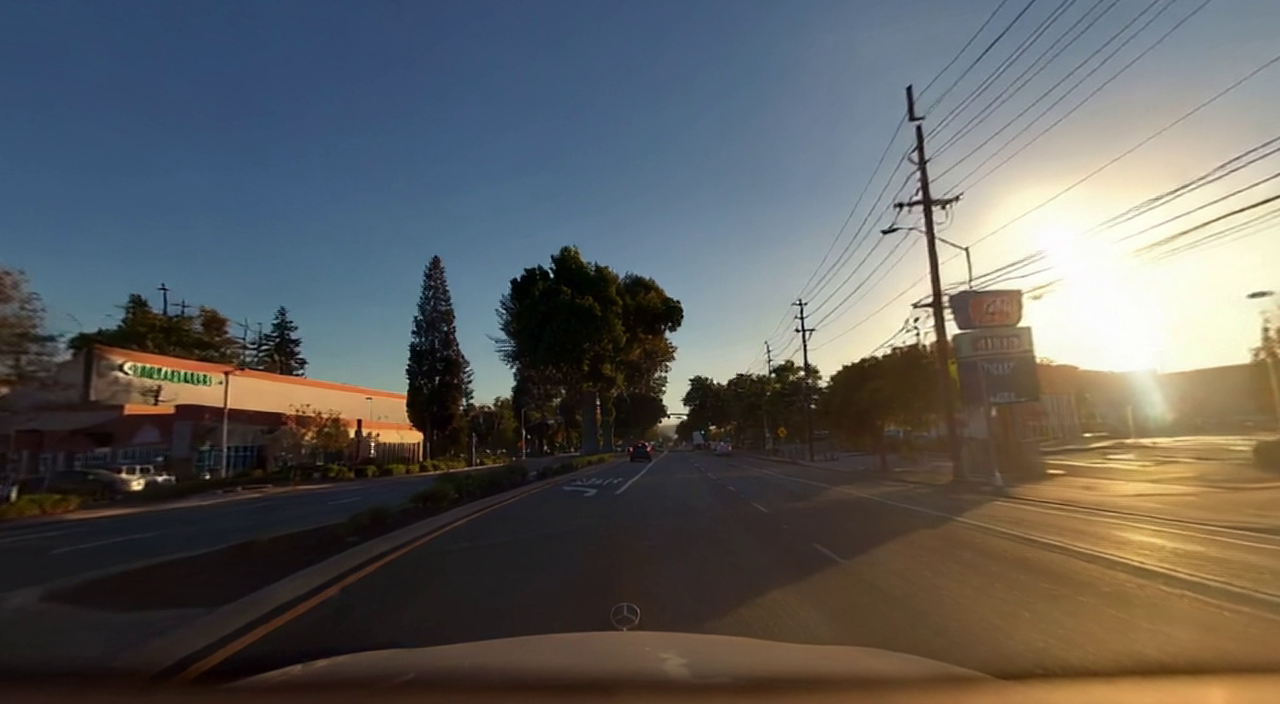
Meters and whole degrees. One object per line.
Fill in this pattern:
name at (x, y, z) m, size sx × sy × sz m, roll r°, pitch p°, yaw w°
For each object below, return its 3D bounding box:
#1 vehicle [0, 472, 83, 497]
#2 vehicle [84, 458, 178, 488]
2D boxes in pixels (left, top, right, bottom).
vehicle at (-44.604, 9.764, 46.779) m, size 2.035 × 1.594 × 4.977 m, roll -1°, pitch -9°, yaw 2°
vehicle at (-32.186, 7.641, 40.037) m, size 4.137 × 1.733 × 2.016 m, roll 2°, pitch -10°, yaw 1°
